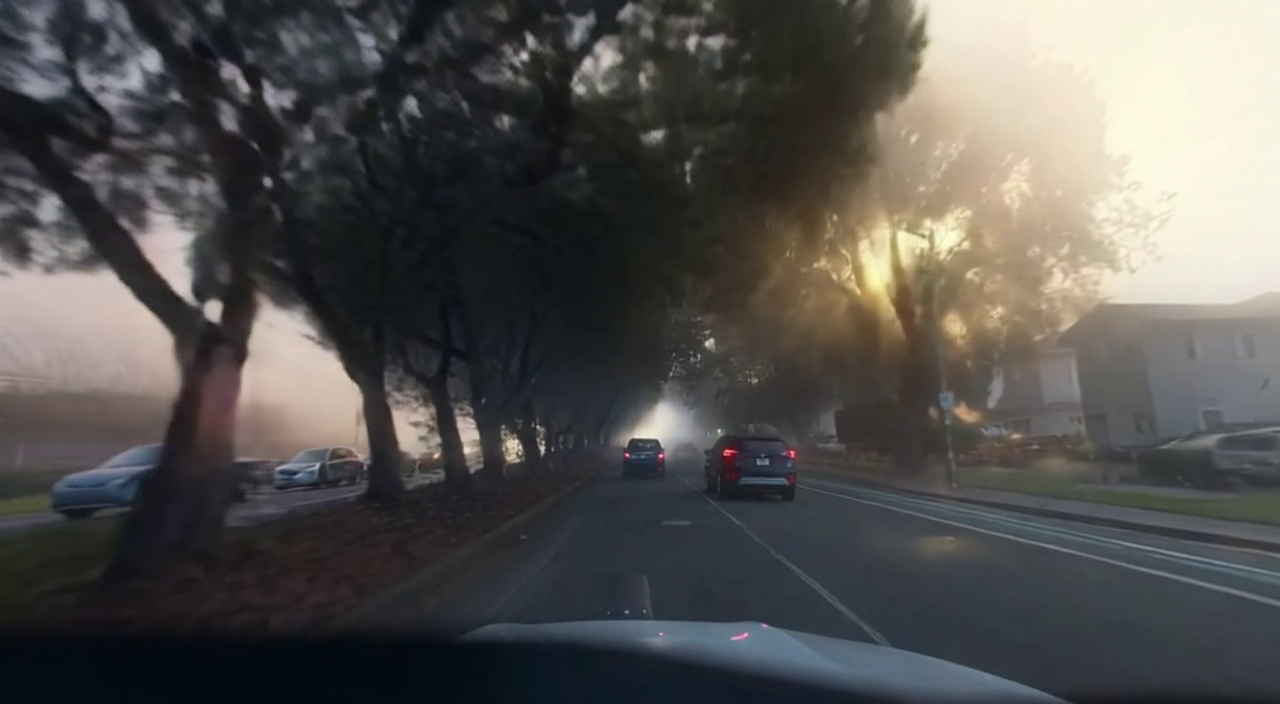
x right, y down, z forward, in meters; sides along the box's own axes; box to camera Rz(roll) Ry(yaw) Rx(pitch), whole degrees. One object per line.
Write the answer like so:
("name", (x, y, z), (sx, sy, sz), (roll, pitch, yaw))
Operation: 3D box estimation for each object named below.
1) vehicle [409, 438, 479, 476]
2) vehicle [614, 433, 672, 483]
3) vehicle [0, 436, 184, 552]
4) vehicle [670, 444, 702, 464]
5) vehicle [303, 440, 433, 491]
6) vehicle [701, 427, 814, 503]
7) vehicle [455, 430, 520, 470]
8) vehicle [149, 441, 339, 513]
("vehicle", (-9.147, 4.931, 29.828), (1.988, 1.663, 4.316), (0, -8, -1))
("vehicle", (0.090, 4.307, 25.863), (2.185, 1.822, 4.391), (0, -8, -1))
("vehicle", (-8.981, 1.913, 8.770), (1.923, 1.433, 4.450), (0, -8, 0))
("vehicle", (3.517, 7.896, 48.903), (2.096, 1.489, 4.757), (0, -8, 0))
("vehicle", (-8.898, 3.740, 21.236), (2.140, 1.510, 5.005), (0, -8, 0))
("vehicle", (3.026, 3.031, 17.335), (2.166, 1.799, 4.372), (0, -8, -2))
("vehicle", (-8.893, 5.816, 37.562), (2.037, 2.113, 7.185), (0, -8, 0))
("vehicle", (-8.938, 2.819, 14.716), (1.786, 1.422, 4.021), (0, -8, 1))
